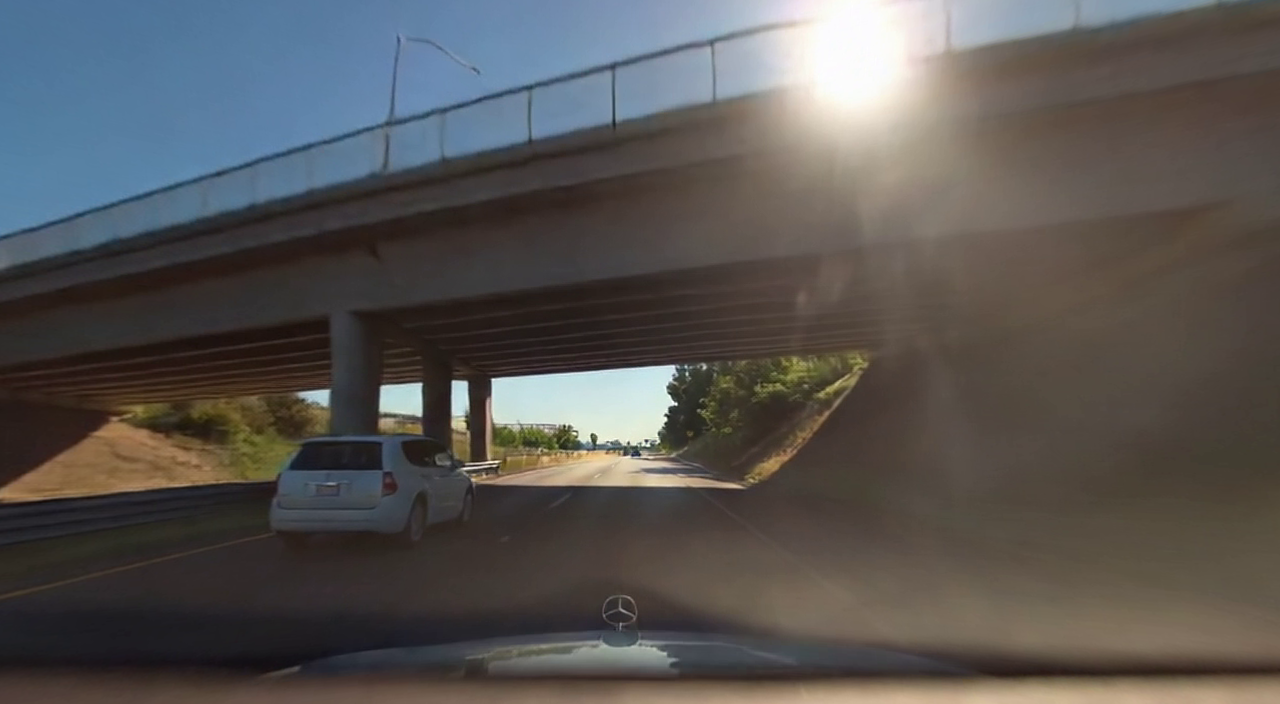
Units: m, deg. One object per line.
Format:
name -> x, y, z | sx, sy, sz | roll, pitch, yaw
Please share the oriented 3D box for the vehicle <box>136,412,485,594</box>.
vehicle -> -3.591, 1.730, 8.036 | 2.082, 1.668, 4.274 | 0, -9, 1
